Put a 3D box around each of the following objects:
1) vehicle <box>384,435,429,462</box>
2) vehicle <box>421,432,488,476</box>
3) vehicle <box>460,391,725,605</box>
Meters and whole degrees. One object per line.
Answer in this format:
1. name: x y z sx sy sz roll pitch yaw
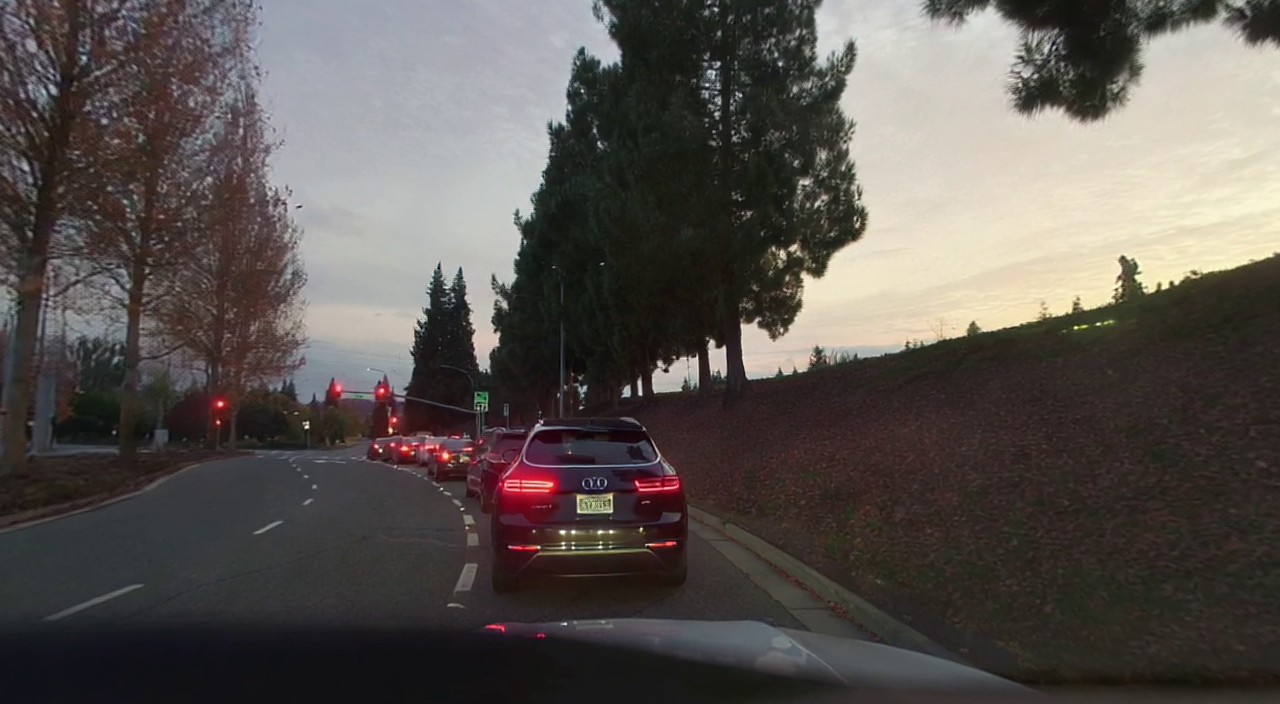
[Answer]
1. vehicle: -13.752 5.632 36.900 1.863 1.488 4.426 4 -9 -27
2. vehicle: -7.285 3.932 24.491 1.902 1.536 3.662 4 -9 -25
3. vehicle: -0.680 1.457 7.199 2.134 1.671 4.147 1 -8 -9
